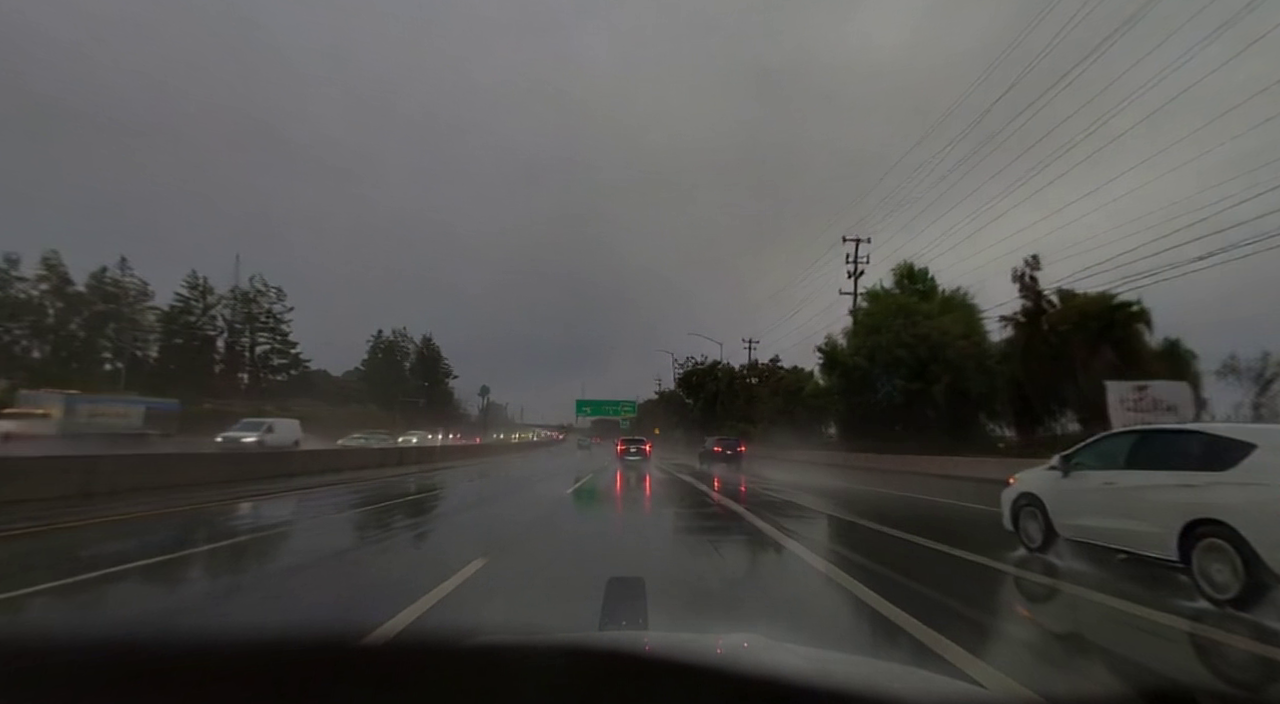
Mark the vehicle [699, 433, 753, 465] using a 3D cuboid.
[{"bbox_3d":[4.889,5.602,36.614,2.099,1.720,4.829,1,-8,-4],"label":"vehicle"}]

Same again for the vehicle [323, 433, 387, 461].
[{"bbox_3d":[-16.602,5.564,36.966,1.838,1.551,4.182,0,-8,-2],"label":"vehicle"}]

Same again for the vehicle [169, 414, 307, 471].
[{"bbox_3d":[-16.526,3.796,26.409,2.208,2.085,5.448,0,-8,-1],"label":"vehicle"}]

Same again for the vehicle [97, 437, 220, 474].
[{"bbox_3d":[-20.286,4.377,26.846,1.858,1.414,4.389,0,-8,-1],"label":"vehicle"}]

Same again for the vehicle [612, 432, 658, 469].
[{"bbox_3d":[-0.316,5.057,32.445,2.192,1.769,4.287,0,-8,-2],"label":"vehicle"}]

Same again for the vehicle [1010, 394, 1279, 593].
[{"bbox_3d":[6.604,1.437,6.849,2.102,1.723,4.745,0,-8,-3],"label":"vehicle"}]

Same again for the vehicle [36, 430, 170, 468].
[{"bbox_3d":[-24.096,4.382,28.582,2.224,1.589,4.402,0,-8,-1],"label":"vehicle"}]

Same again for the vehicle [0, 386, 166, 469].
[{"bbox_3d":[-27.490,3.783,30.805,2.807,3.546,7.341,0,-8,-1],"label":"vehicle"}]
